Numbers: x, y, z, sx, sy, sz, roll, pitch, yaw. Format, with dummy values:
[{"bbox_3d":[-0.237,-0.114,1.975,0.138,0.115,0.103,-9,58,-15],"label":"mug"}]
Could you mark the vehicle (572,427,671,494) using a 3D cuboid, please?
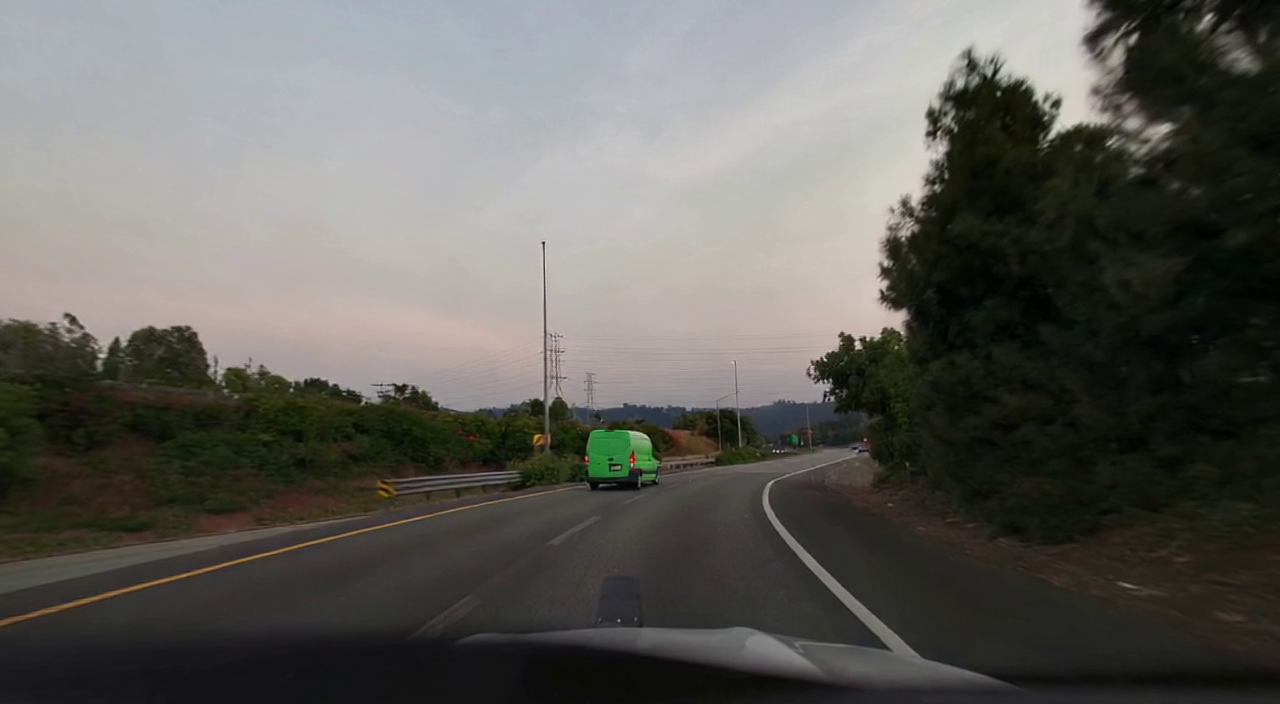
[{"bbox_3d":[-0.489,3.710,21.770,2.270,2.023,4.632,-3,-9,14],"label":"vehicle"}]
